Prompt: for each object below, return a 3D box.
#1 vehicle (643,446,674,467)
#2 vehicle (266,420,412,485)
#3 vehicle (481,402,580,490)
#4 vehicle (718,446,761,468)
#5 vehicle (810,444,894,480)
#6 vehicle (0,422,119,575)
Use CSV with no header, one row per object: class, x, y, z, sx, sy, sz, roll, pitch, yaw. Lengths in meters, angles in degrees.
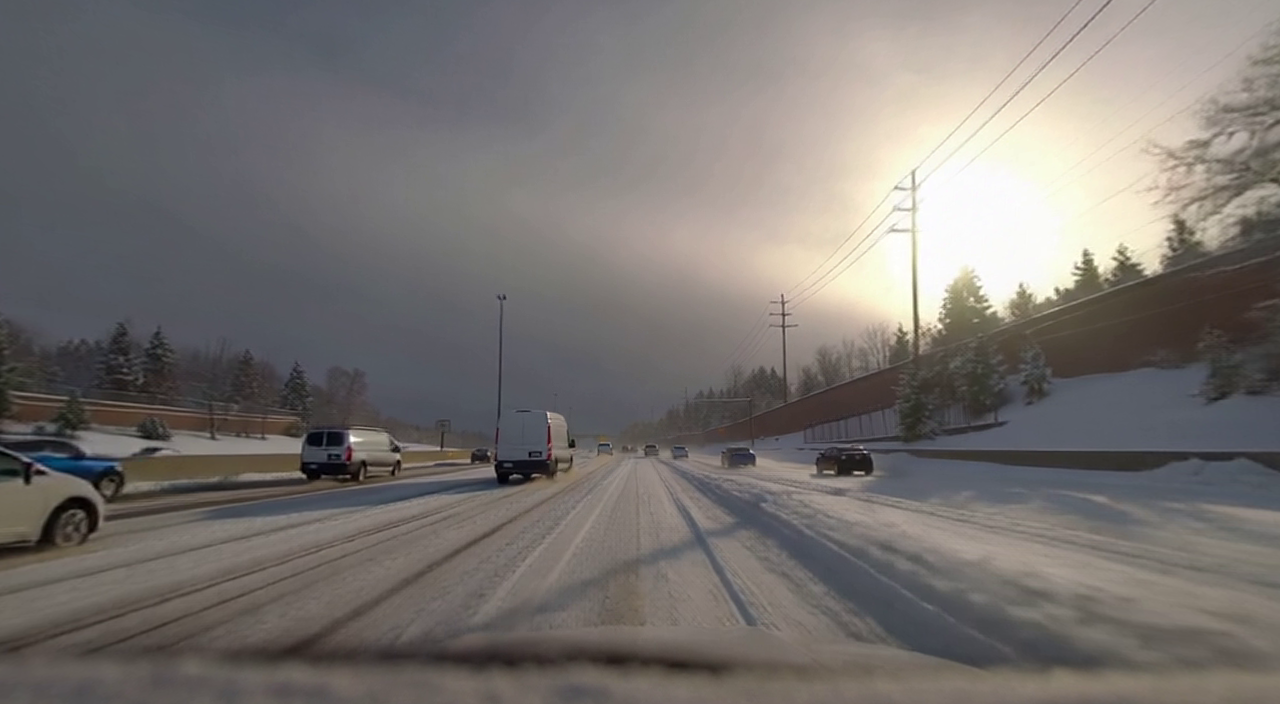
vehicle,1.311,7.668,46.340,2.084,1.492,4.137,0,-9,-1
vehicle,-11.326,3.869,24.507,2.596,2.162,6.328,0,-9,-1
vehicle,-3.650,3.335,22.334,2.395,2.660,5.827,0,-9,1
vehicle,7.180,7.637,45.873,2.095,1.504,4.536,0,-9,-4
vehicle,9.370,4.904,28.279,2.052,1.470,4.364,0,-9,-3
vehicle,-7.444,1.351,5.496,1.967,1.525,4.458,0,-9,0
